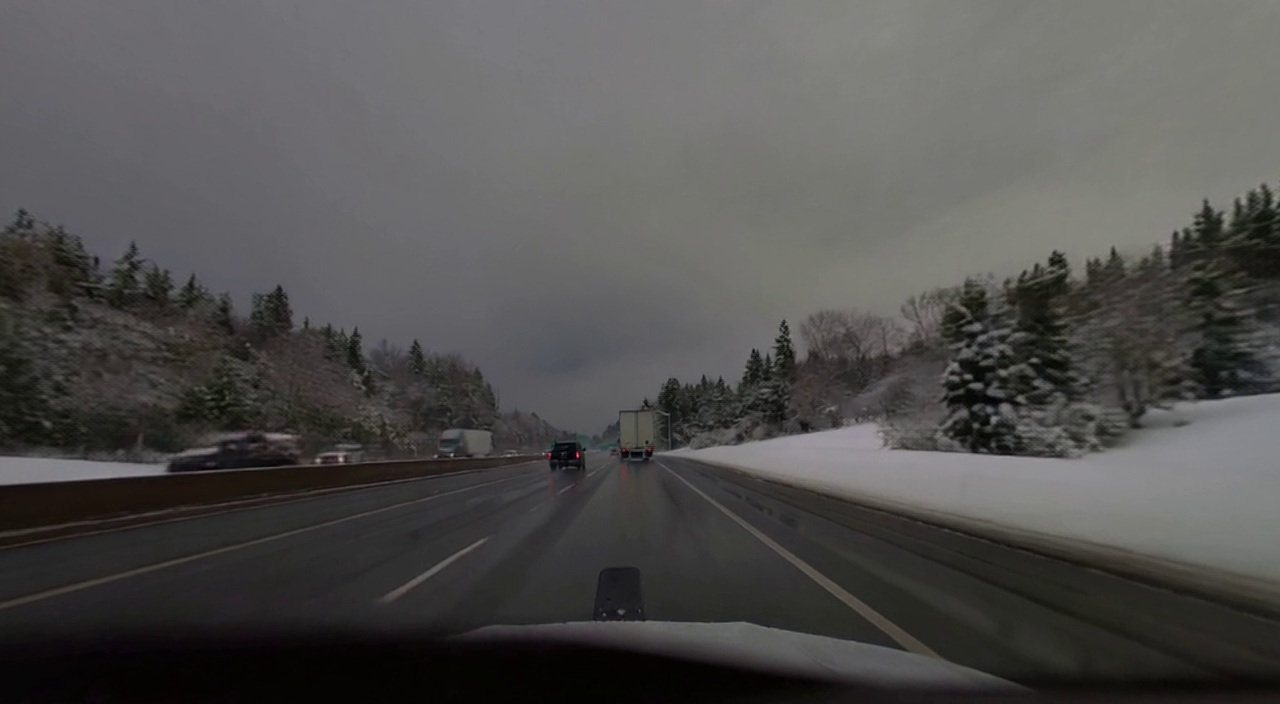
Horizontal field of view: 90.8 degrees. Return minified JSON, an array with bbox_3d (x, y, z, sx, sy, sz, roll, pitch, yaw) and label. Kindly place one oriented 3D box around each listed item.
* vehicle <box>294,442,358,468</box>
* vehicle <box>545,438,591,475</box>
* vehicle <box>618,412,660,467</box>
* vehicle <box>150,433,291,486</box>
[{"bbox_3d":[-21.055,6.935,42.542,1.908,1.653,4.750,0,-9,-1],"label":"vehicle"},{"bbox_3d":[-3.883,5.757,34.904,2.139,1.925,4.312,0,-9,-2],"label":"vehicle"},{"bbox_3d":[-0.299,7.002,49.792,2.884,3.760,12.850,0,-9,-2],"label":"vehicle"},{"bbox_3d":[-20.954,5.416,32.103,2.519,2.340,6.853,0,-9,-1],"label":"vehicle"}]
